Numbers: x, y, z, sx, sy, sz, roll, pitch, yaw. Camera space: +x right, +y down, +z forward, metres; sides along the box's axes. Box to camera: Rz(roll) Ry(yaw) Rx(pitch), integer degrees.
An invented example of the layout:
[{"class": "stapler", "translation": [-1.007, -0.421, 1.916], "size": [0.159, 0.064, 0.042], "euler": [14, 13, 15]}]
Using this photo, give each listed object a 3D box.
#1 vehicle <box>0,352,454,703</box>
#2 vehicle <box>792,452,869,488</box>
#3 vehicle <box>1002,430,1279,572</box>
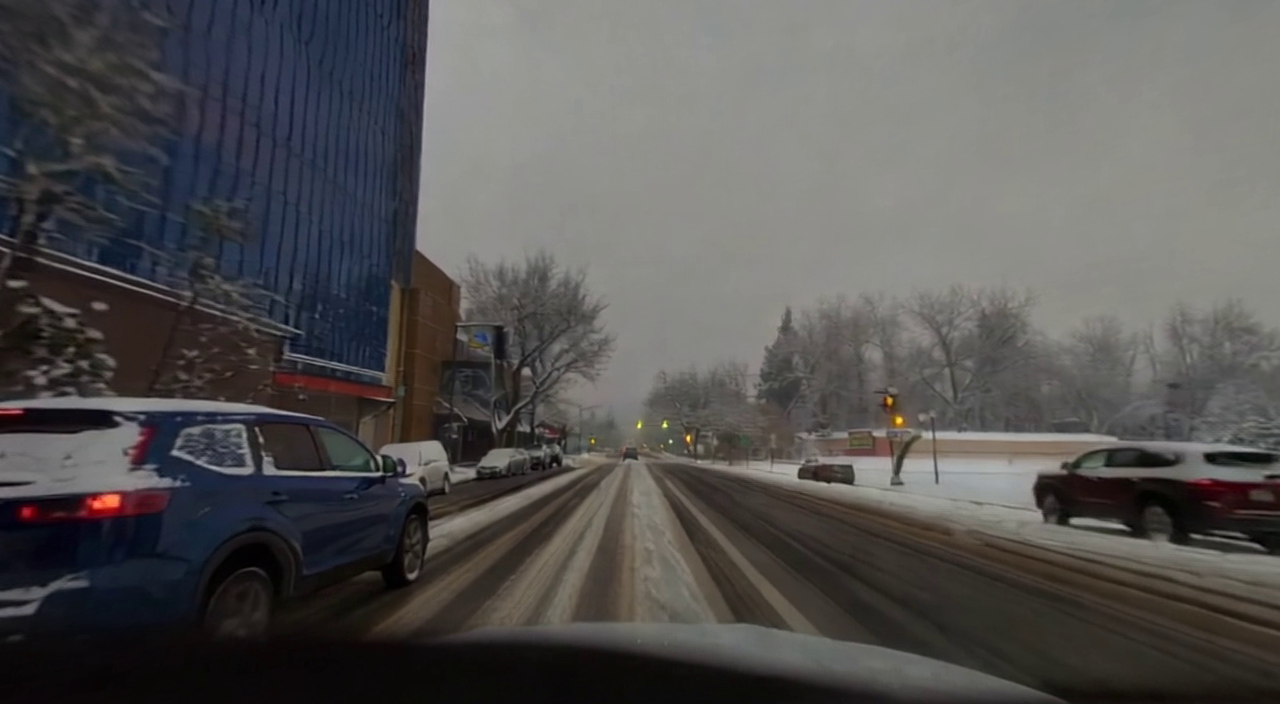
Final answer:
[{"class": "vehicle", "translation": [-3.075, 1.195, 4.749], "size": [2.002, 1.756, 4.366], "euler": [0, -9, 0]}, {"class": "vehicle", "translation": [8.726, 5.425, 29.347], "size": [1.954, 1.478, 4.625], "euler": [0, -9, -2]}, {"class": "vehicle", "translation": [9.280, 2.476, 11.551], "size": [2.129, 1.929, 5.537], "euler": [0, -9, 1]}]
